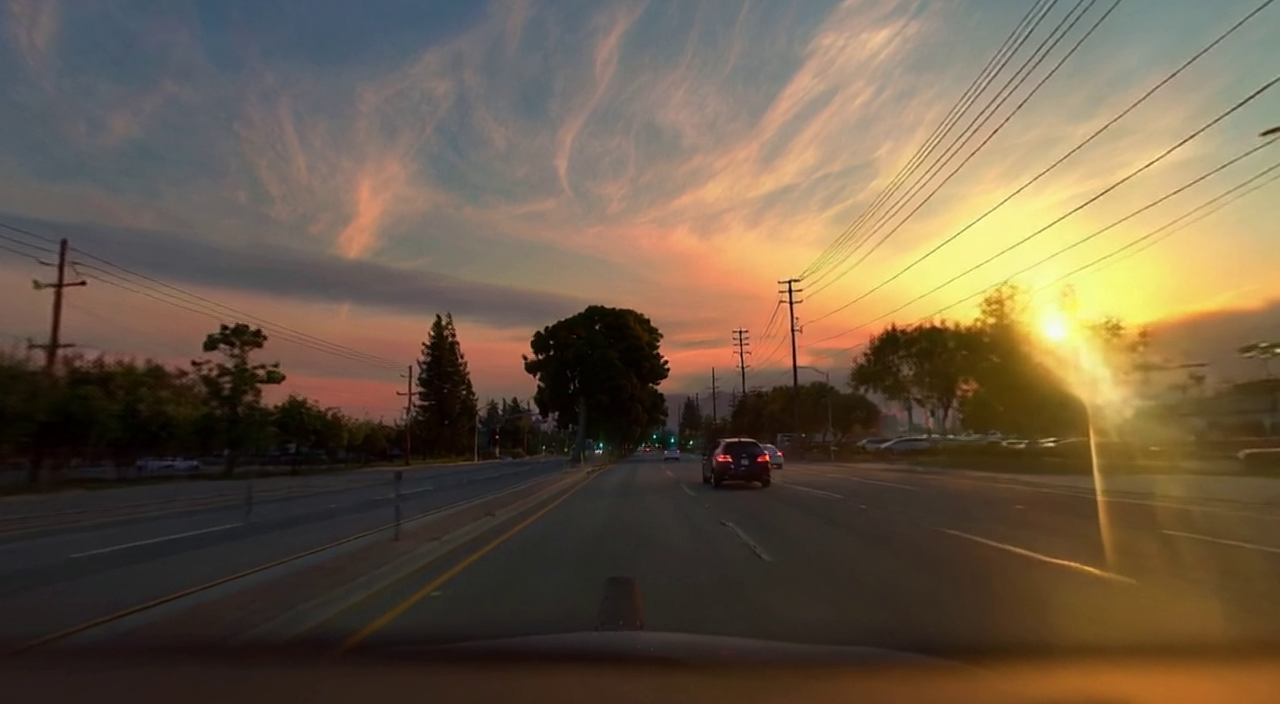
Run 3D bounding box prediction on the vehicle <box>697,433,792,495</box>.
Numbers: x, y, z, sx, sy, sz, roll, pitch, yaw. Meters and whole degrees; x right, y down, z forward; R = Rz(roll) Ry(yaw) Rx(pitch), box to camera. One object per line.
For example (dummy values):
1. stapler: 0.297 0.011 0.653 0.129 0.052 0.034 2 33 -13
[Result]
1. vehicle: 3.028 3.351 19.264 2.078 1.668 4.078 0 -8 -2
